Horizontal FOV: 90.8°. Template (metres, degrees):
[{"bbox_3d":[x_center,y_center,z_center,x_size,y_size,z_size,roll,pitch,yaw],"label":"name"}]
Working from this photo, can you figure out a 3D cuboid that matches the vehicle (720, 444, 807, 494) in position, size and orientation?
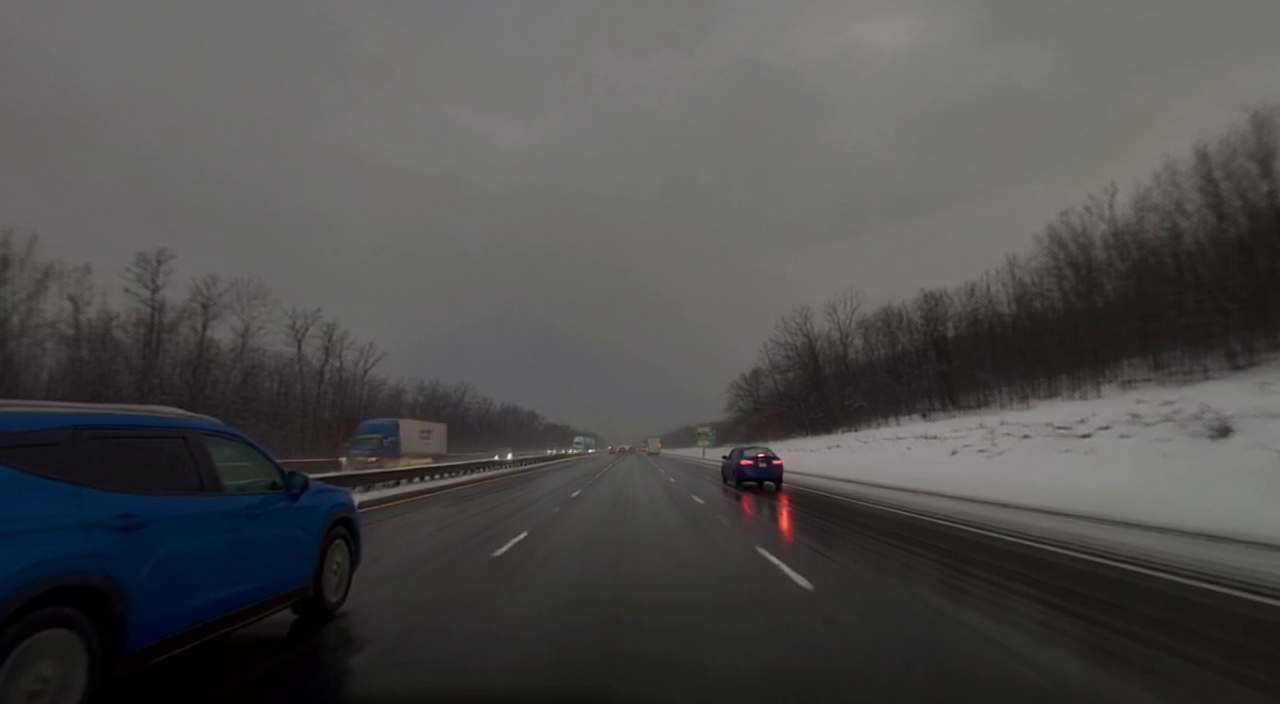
[{"bbox_3d":[3.934,3.783,20.779,1.967,1.472,3.751,0,-9,-2],"label":"vehicle"}]

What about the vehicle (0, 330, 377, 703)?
[{"bbox_3d":[-3.170,0.882,2.584,2.277,1.695,4.475,0,-9,-1],"label":"vehicle"}]
